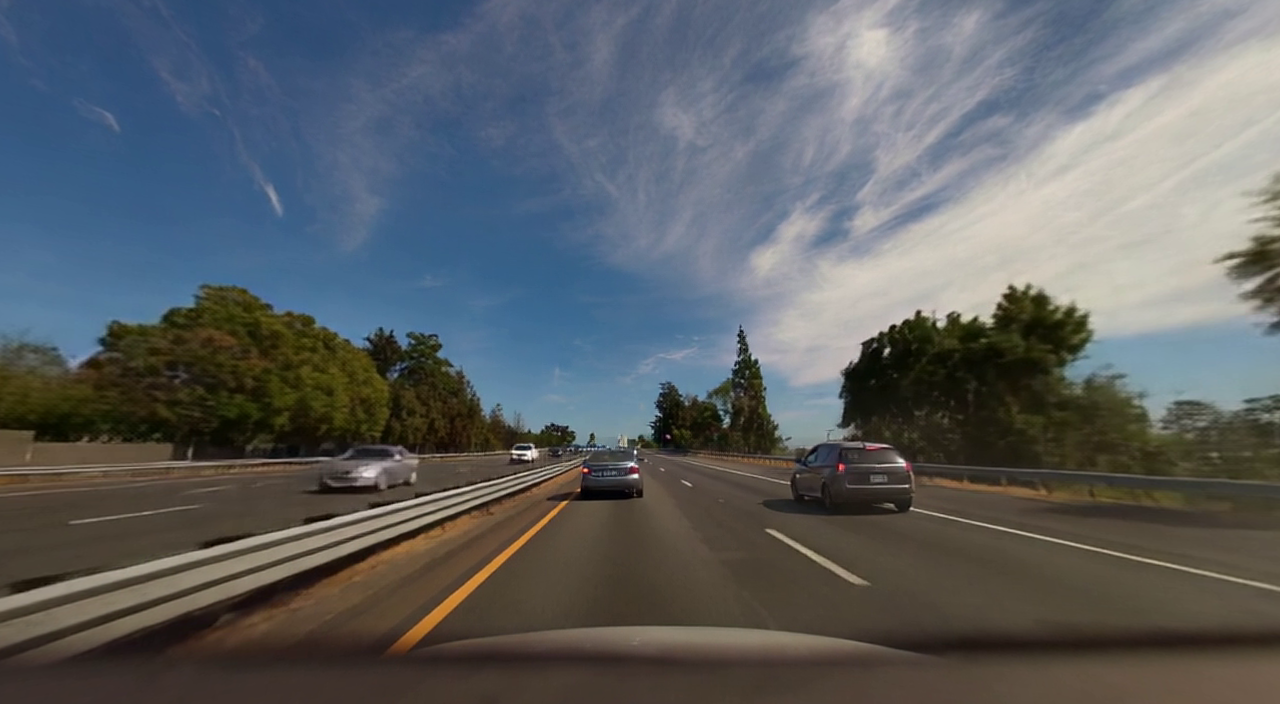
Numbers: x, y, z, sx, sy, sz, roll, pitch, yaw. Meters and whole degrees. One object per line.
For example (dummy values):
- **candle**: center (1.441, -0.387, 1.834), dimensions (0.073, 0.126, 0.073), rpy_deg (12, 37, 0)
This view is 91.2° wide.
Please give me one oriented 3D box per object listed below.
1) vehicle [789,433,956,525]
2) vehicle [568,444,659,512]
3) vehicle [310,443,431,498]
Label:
- **vehicle**: center (4.461, 2.491, 12.718), dimensions (1.910, 1.554, 3.718), rpy_deg (0, -9, -1)
- **vehicle**: center (-0.602, 3.118, 16.026), dimensions (2.013, 1.479, 4.169), rpy_deg (0, -9, 0)
- **vehicle**: center (-8.423, 3.717, 20.075), dimensions (1.883, 1.531, 4.526), rpy_deg (0, -9, 0)
